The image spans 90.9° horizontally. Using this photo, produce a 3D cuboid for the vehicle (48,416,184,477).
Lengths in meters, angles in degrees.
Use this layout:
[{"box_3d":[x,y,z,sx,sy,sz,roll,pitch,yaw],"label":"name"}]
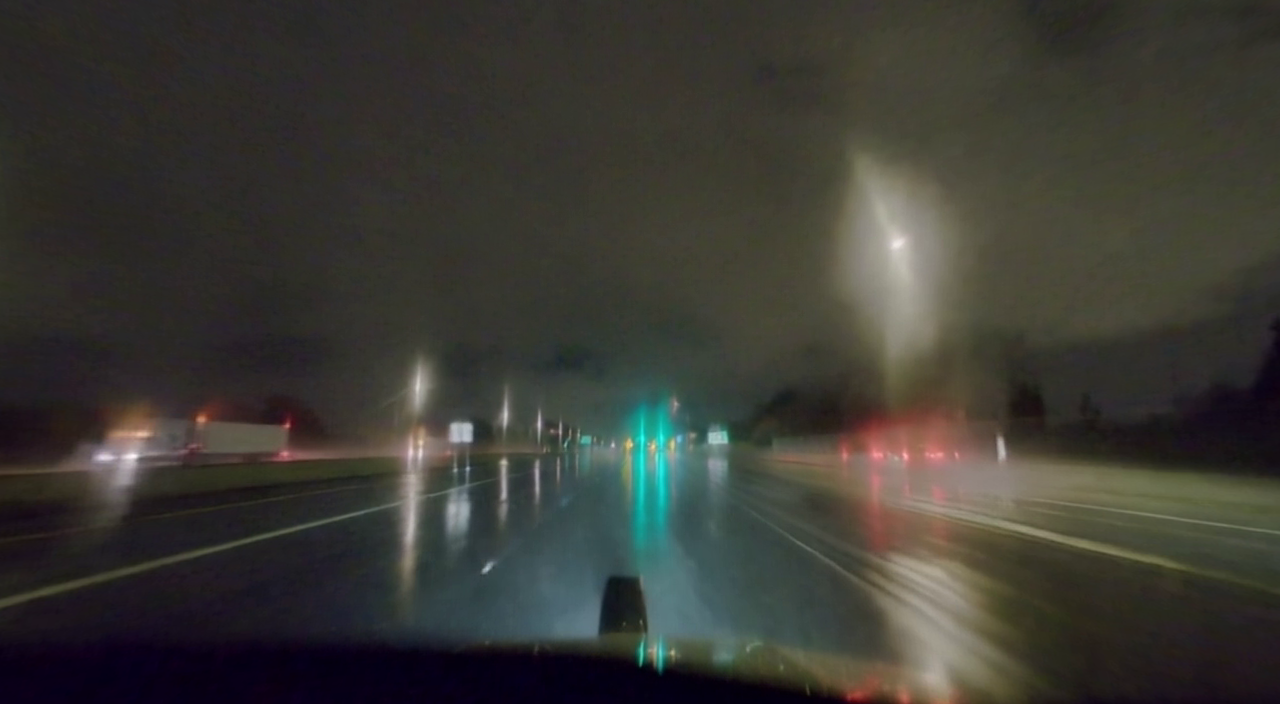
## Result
[{"box_3d":[-35.979,6.543,43.783,2.962,3.843,7.283,0,-8,0],"label":"vehicle"}]
